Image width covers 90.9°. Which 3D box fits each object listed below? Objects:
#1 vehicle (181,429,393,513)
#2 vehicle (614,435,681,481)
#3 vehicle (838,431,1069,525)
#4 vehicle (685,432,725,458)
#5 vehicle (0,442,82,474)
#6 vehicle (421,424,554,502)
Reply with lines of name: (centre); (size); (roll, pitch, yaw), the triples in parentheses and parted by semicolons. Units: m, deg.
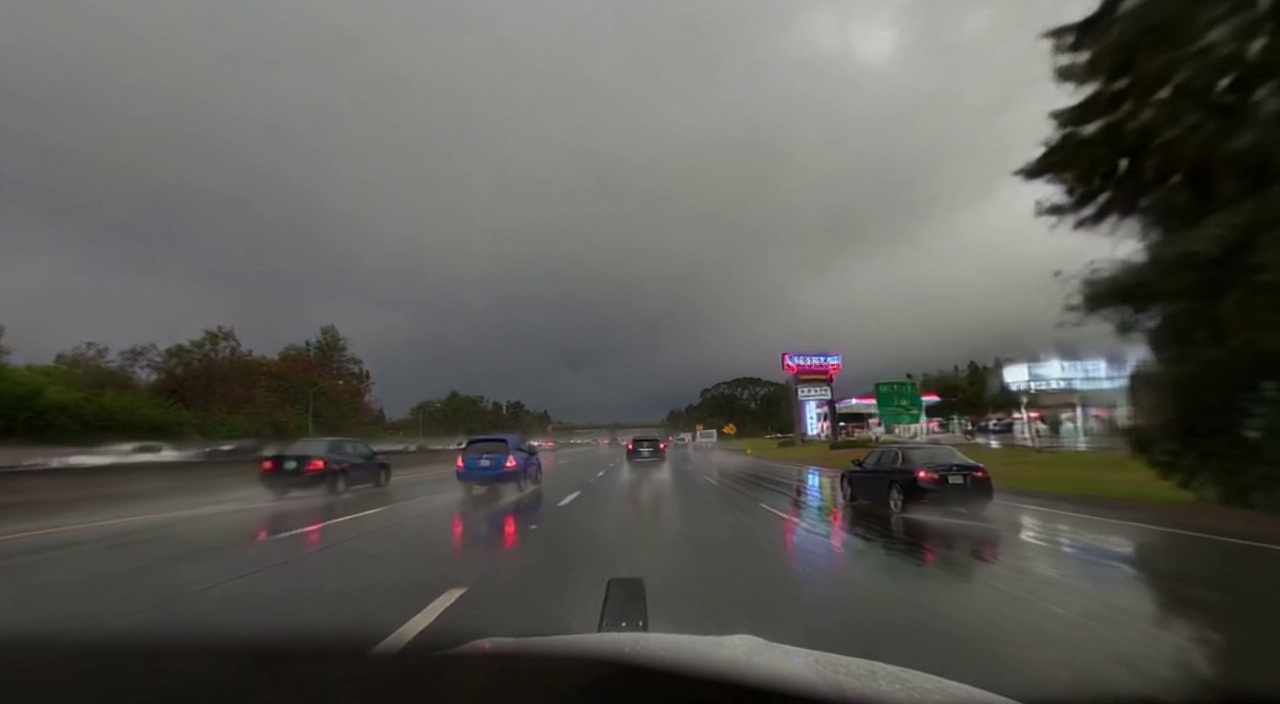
vehicle: (-7.219, 2.463, 13.585); (1.932, 1.497, 4.458); (0, -8, 1)
vehicle: (0.237, 3.679, 22.129); (2.113, 1.464, 4.073); (0, -8, 0)
vehicle: (5.552, 2.271, 11.988); (2.030, 1.442, 4.358); (0, -8, -2)
vehicle: (4.609, 6.681, 45.266); (2.261, 1.781, 4.709); (0, -8, -1)
vehicle: (-32.136, 5.483, 32.792); (1.895, 1.567, 4.707); (0, -8, 0)
vehicle: (-3.504, 2.671, 15.631); (1.927, 1.586, 5.142); (0, -8, 1)
